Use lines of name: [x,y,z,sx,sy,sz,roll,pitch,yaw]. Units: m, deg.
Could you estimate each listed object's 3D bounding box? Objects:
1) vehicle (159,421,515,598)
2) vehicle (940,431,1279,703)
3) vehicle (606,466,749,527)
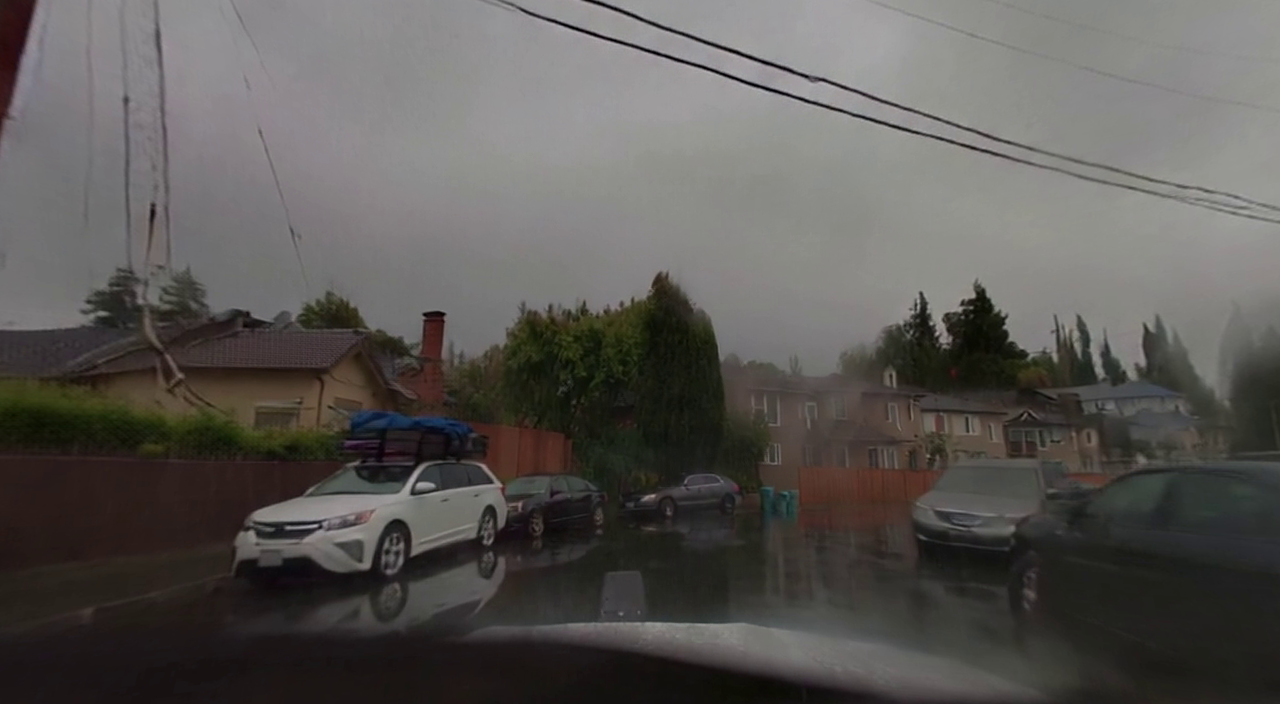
vehicle: [-3.651,2.183,9.079,2.247,1.702,5.043,-4,-13,5]
vehicle: [3.767,1.194,3.464,1.910,1.477,4.569,0,-8,-1]
vehicle: [1.235,4.493,20.084,4.217,1.547,2.082,6,-11,-38]
